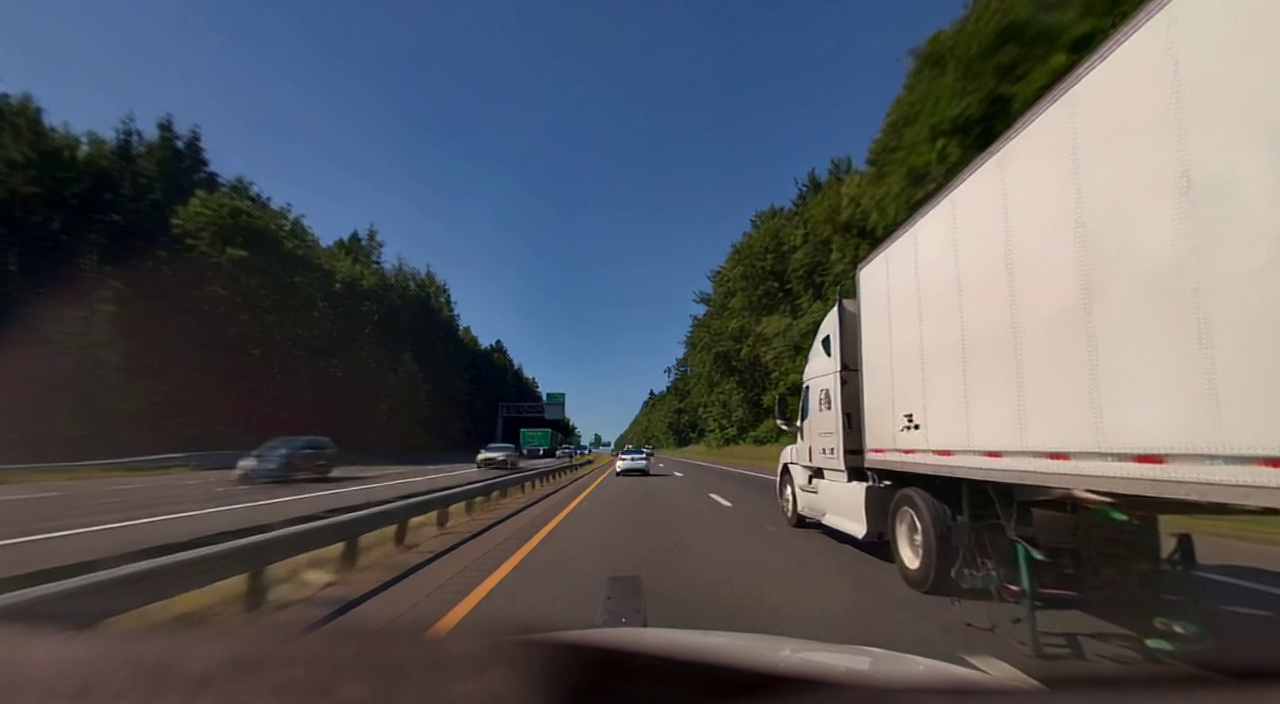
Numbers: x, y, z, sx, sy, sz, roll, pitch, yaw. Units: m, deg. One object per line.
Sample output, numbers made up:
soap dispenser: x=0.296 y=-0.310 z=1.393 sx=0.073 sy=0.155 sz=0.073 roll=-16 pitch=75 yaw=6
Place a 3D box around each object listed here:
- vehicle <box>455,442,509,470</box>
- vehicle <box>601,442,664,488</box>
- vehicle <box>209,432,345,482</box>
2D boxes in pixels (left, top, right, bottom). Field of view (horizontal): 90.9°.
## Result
vehicle: x=-8.691 y=5.752 z=35.049 sx=1.904 sy=1.471 sz=4.317 roll=0 pitch=-9 yaw=0
vehicle: x=-0.281 y=4.144 z=23.410 sx=2.114 sy=1.523 sz=4.012 roll=0 pitch=-9 yaw=-1
vehicle: x=-12.978 y=3.792 z=22.964 sx=2.255 sy=1.646 sz=4.543 roll=0 pitch=-9 yaw=0
